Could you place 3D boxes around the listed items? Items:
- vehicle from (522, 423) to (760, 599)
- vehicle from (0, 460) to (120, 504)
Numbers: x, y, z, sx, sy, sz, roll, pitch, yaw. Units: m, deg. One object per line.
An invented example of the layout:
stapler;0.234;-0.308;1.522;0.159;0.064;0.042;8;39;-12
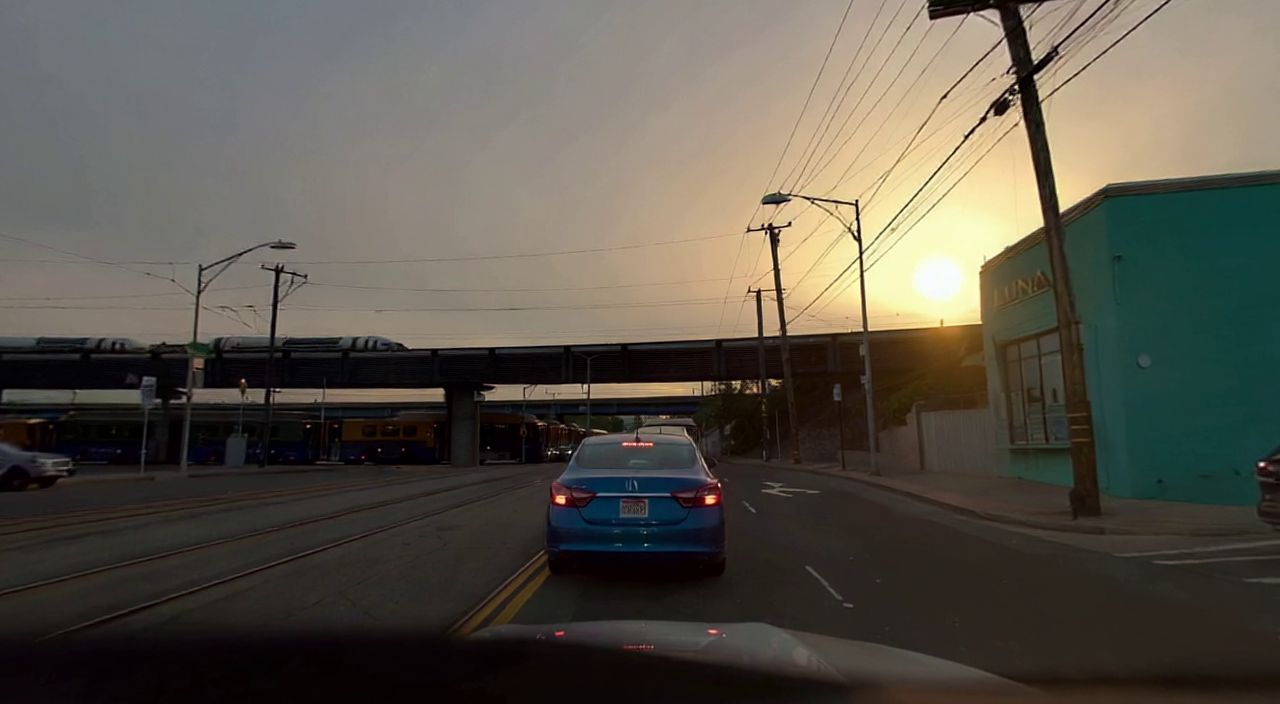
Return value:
vehicle;0.090;1.703;7.617;2.090;1.518;4.033;-1;-9;3
vehicle;-21.921;4.676;22.851;4.566;1.453;1.935;-1;-9;5
